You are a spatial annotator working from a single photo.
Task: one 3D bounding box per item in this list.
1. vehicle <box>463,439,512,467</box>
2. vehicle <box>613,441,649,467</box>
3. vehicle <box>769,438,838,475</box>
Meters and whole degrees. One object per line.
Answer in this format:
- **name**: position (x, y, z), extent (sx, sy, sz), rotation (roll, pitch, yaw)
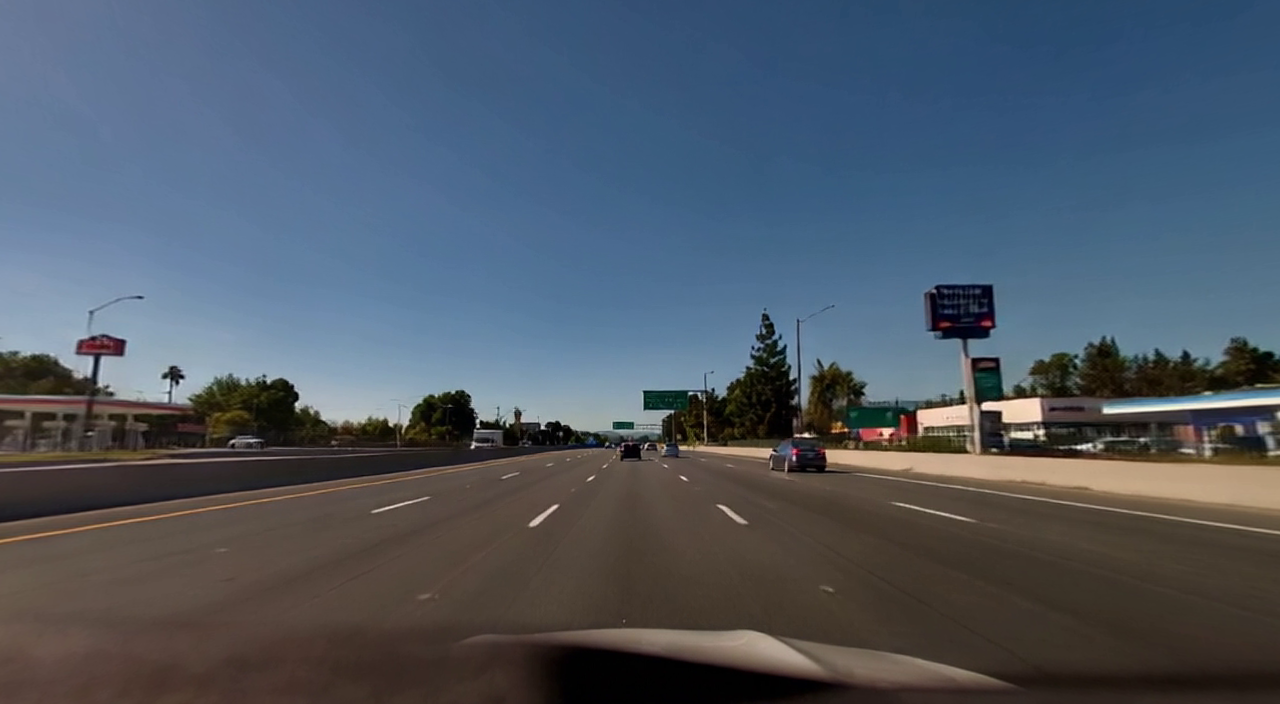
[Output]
- **vehicle**: position (-9.978, 6.618, 41.556), extent (2.005, 1.725, 5.137), rotation (0, -8, -1)
- **vehicle**: position (-0.563, 6.081, 37.843), extent (1.999, 1.473, 4.351), rotation (0, -8, -1)
- **vehicle**: position (7.084, 4.570, 27.773), extent (1.867, 1.463, 4.295), rotation (0, -8, -1)
